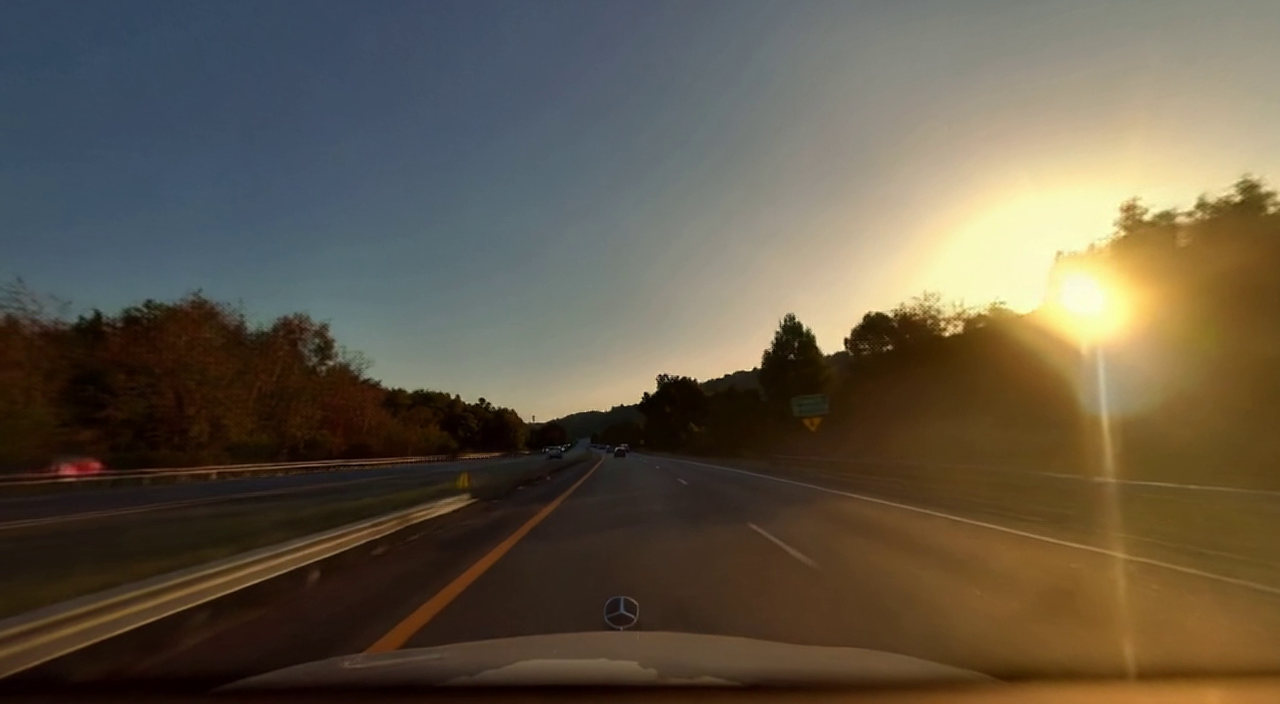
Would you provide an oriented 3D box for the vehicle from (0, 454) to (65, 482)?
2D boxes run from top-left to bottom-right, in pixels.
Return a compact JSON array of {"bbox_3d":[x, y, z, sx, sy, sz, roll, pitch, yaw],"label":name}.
[{"bbox_3d":[-36.802,6.768,36.720,2.011,1.509,4.568,0,-9,1],"label":"vehicle"}]
